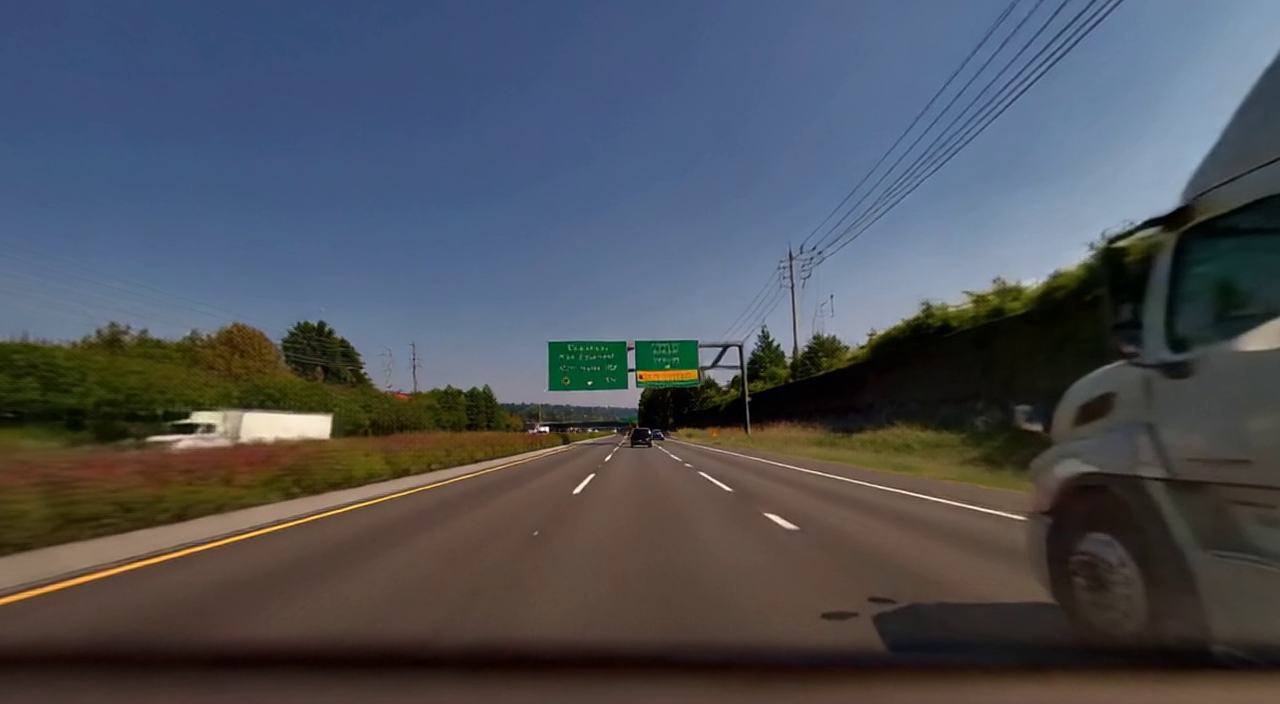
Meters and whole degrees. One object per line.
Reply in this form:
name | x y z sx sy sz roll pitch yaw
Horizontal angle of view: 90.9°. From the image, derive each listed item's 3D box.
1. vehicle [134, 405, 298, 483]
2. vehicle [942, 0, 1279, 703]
vehicle | -19.963 4.358 30.452 2.595 3.164 7.830 2 -7 -2
vehicle | 3.804 -0.380 1.514 3.031 3.881 5.944 0 -8 -1
